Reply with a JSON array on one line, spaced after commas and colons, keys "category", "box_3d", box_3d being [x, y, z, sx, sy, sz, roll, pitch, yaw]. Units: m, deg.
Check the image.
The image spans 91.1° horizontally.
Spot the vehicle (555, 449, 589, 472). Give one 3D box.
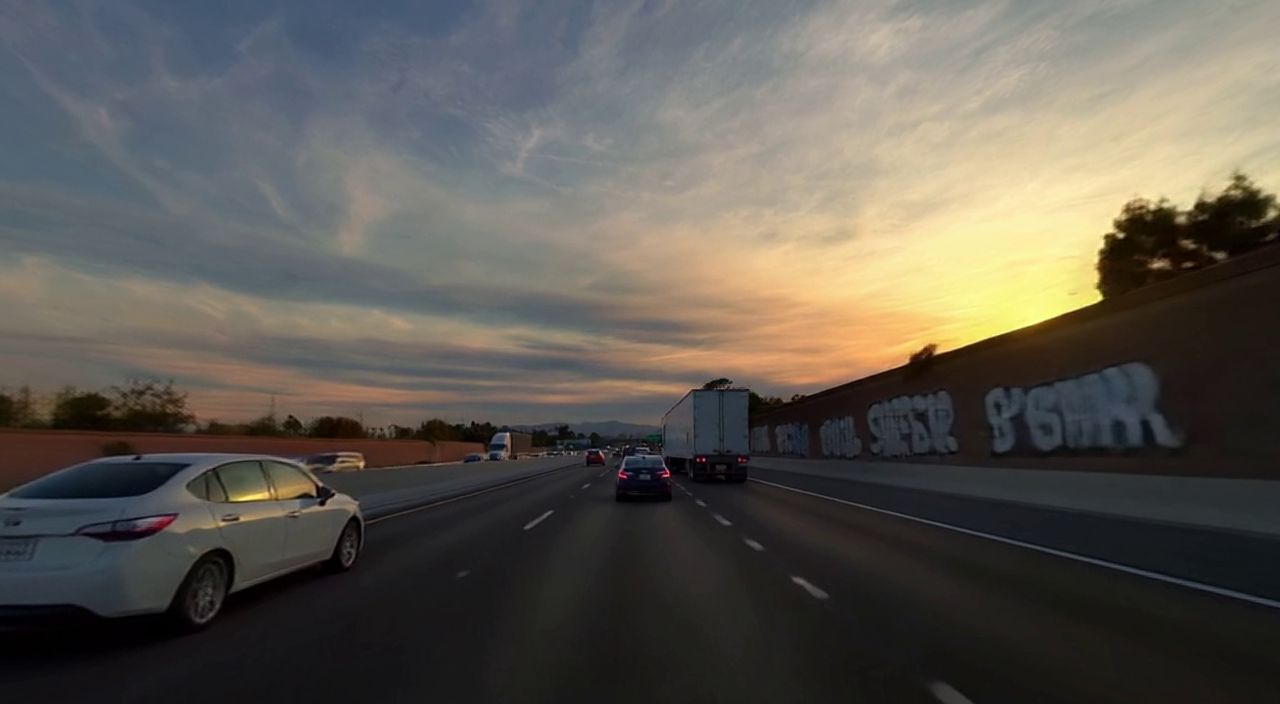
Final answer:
[{"category": "vehicle", "box_3d": [-4.876, 7.837, 45.593, 2.067, 1.481, 4.085, 0, -9, 0]}]

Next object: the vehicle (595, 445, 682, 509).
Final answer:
[{"category": "vehicle", "box_3d": [-0.074, 3.229, 16.727, 2.033, 1.468, 4.015, 0, -9, -1]}]

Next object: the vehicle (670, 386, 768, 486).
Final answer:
[{"category": "vehicle", "box_3d": [3.543, 4.477, 32.835, 2.902, 4.014, 14.446, 0, -9, -1]}]

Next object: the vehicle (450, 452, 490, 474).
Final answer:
[{"category": "vehicle", "box_3d": [-12.350, 8.077, 45.904, 1.840, 1.447, 3.868, 0, -9, 0]}]

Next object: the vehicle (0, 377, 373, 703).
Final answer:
[{"category": "vehicle", "box_3d": [-4.401, 1.361, 5.625, 1.988, 1.750, 4.711, 0, -9, -1]}]
